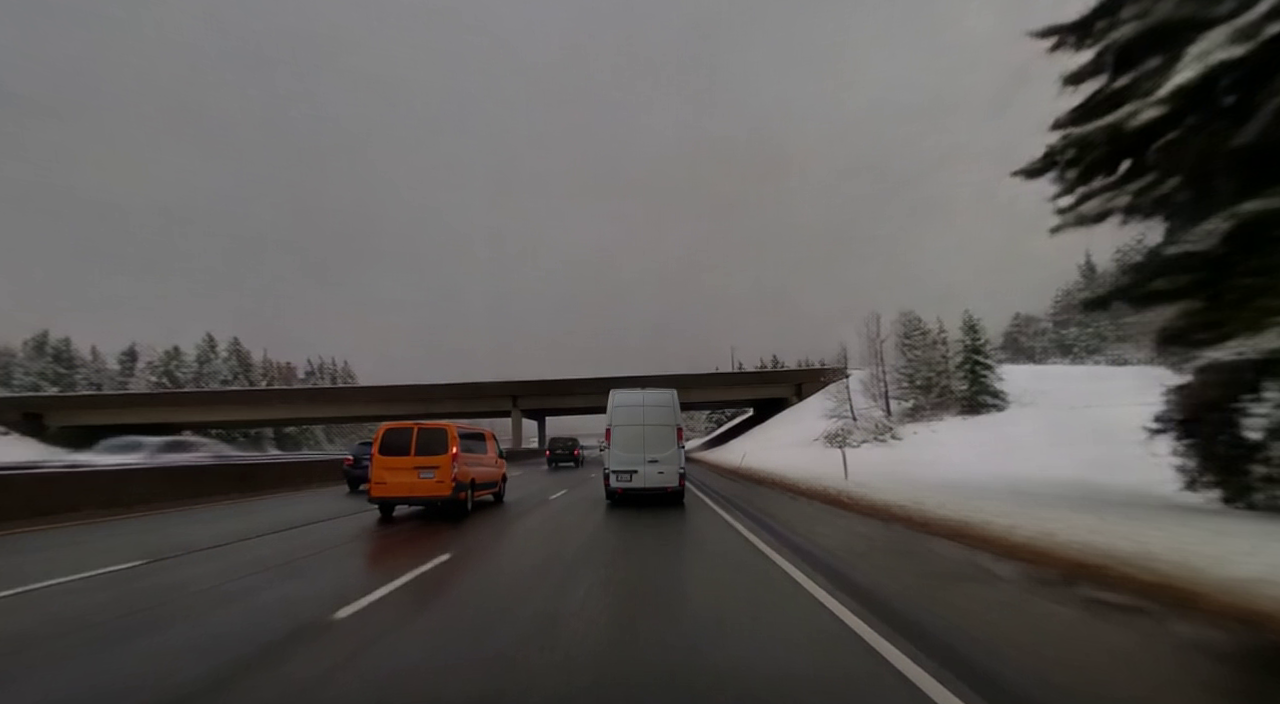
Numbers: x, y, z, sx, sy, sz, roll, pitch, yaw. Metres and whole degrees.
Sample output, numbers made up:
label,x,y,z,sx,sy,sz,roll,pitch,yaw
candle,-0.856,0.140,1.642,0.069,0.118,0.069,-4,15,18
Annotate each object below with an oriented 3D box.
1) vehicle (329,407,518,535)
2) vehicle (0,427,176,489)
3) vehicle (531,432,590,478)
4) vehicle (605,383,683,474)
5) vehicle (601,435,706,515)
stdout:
label,x,y,z,sx,sy,sz,roll,pitch,yaw
vehicle,-3.622,2.081,11.437,1.951,1.882,3.979,0,-9,0
vehicle,-18.734,3.603,21.535,2.077,1.868,4.734,0,-9,0
vehicle,-3.437,4.582,28.063,2.068,1.862,4.234,0,-9,0
vehicle,0.451,4.648,35.915,3.289,3.822,18.653,0,-9,2
vehicle,0.251,2.634,13.832,1.991,1.507,3.391,0,-9,0
